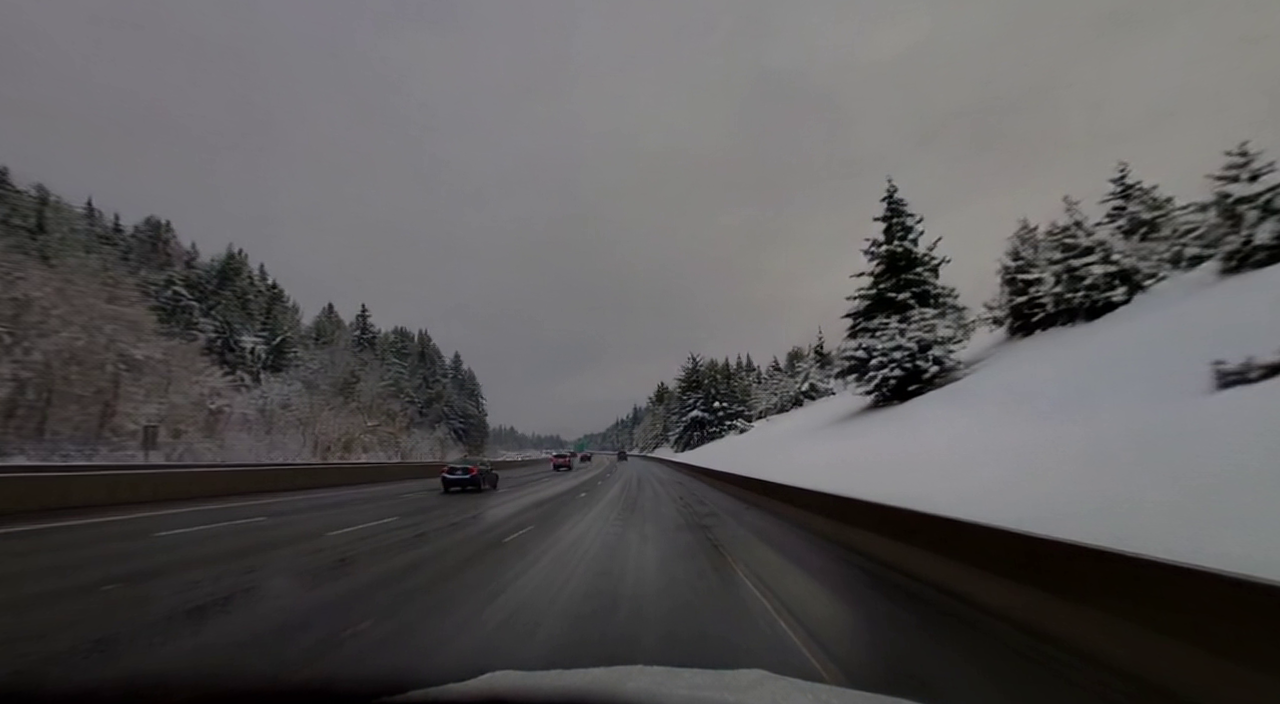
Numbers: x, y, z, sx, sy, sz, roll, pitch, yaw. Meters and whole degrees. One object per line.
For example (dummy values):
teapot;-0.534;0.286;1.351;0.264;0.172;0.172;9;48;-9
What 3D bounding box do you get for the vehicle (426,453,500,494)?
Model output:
vehicle;-6.896;4.749;24.884;1.782;1.441;3.751;0;-9;1
